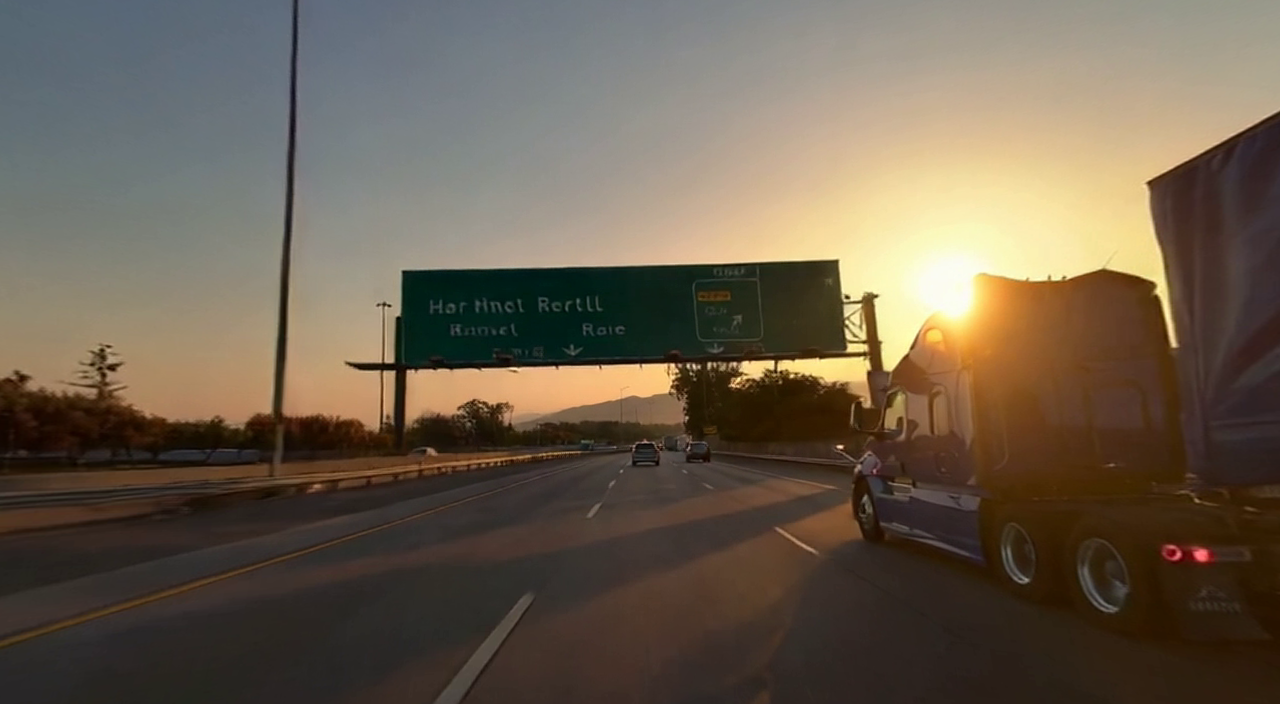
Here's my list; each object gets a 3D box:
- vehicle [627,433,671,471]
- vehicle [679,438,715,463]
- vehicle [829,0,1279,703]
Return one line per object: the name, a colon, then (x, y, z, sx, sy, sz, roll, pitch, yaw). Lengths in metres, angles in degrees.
vehicle: (0.420, 5.279, 33.500, 2.205, 1.860, 4.301, 0, -9, 0)
vehicle: (4.349, 7.556, 48.559, 2.215, 1.798, 4.776, 0, -9, -1)
vehicle: (4.351, 0.124, 5.075, 3.030, 3.985, 8.655, 0, -9, 1)
